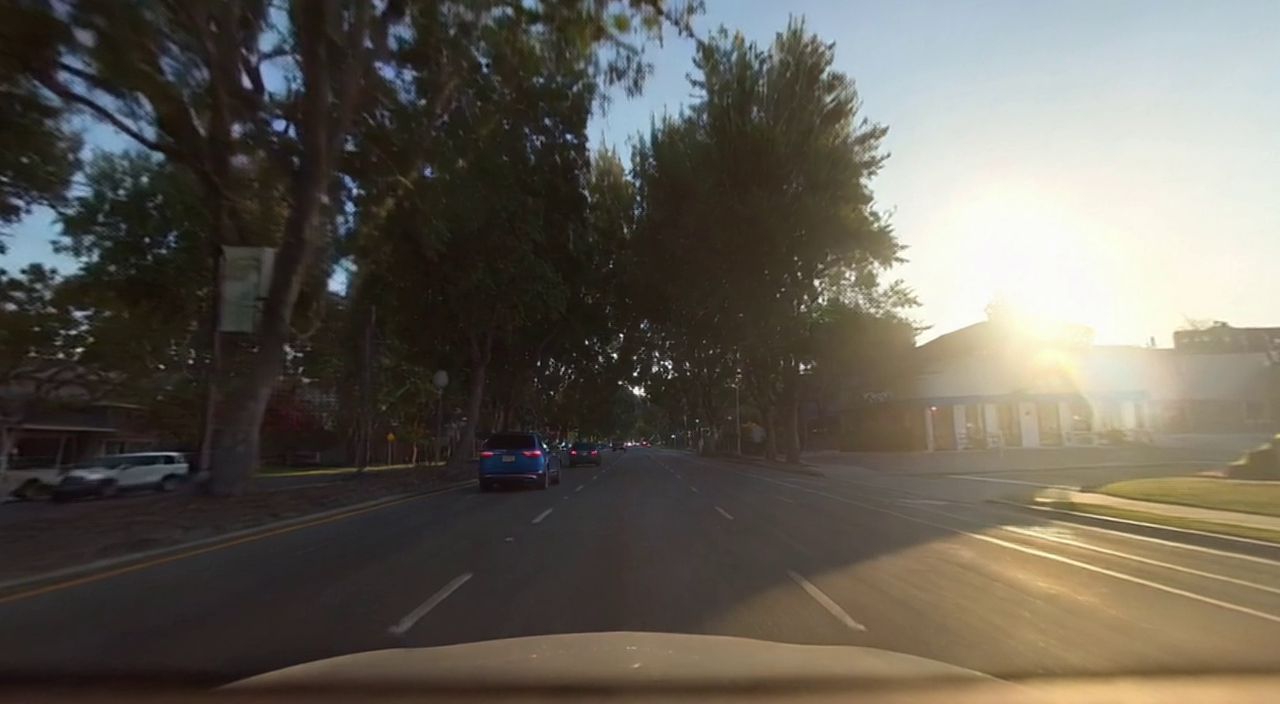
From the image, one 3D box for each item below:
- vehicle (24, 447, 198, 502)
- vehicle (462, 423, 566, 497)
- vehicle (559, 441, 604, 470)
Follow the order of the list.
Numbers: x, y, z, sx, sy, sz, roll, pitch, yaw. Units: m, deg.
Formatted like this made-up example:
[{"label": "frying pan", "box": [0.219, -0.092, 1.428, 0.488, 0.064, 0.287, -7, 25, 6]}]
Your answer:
[{"label": "vehicle", "box": [-16.493, 3.799, 20.059, 1.832, 1.499, 4.241, 0, -8, 0]}, {"label": "vehicle", "box": [-3.359, 2.982, 17.813, 2.042, 1.817, 4.364, 0, -8, 0]}, {"label": "vehicle", "box": [-3.128, 5.649, 34.763, 2.069, 1.470, 4.601, 0, -8, 0]}]
